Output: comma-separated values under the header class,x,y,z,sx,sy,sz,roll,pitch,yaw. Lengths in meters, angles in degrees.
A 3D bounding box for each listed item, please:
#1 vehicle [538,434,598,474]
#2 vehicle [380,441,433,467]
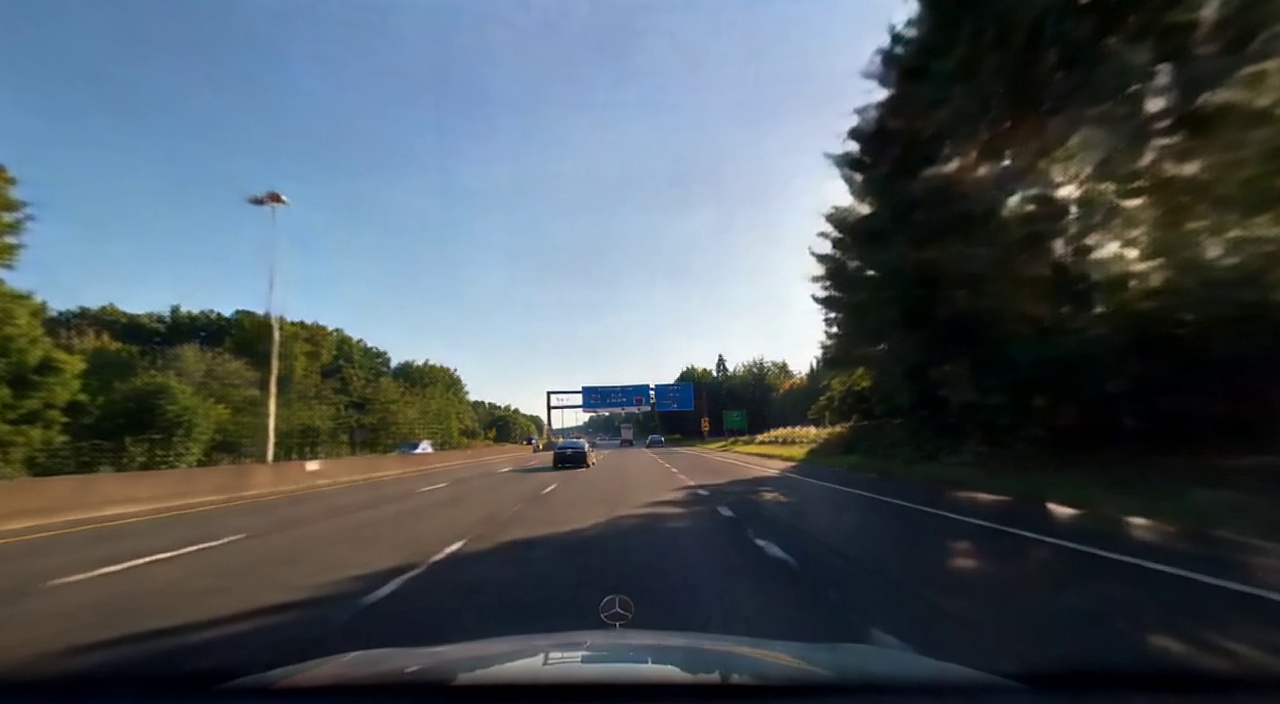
class,x,y,z,sx,sy,sz,roll,pitch,yaw
vehicle,-2.843,4.111,25.693,2.000,1.491,3.913,0,-8,0
vehicle,-16.923,7.384,45.868,2.028,1.708,4.792,0,-8,0
